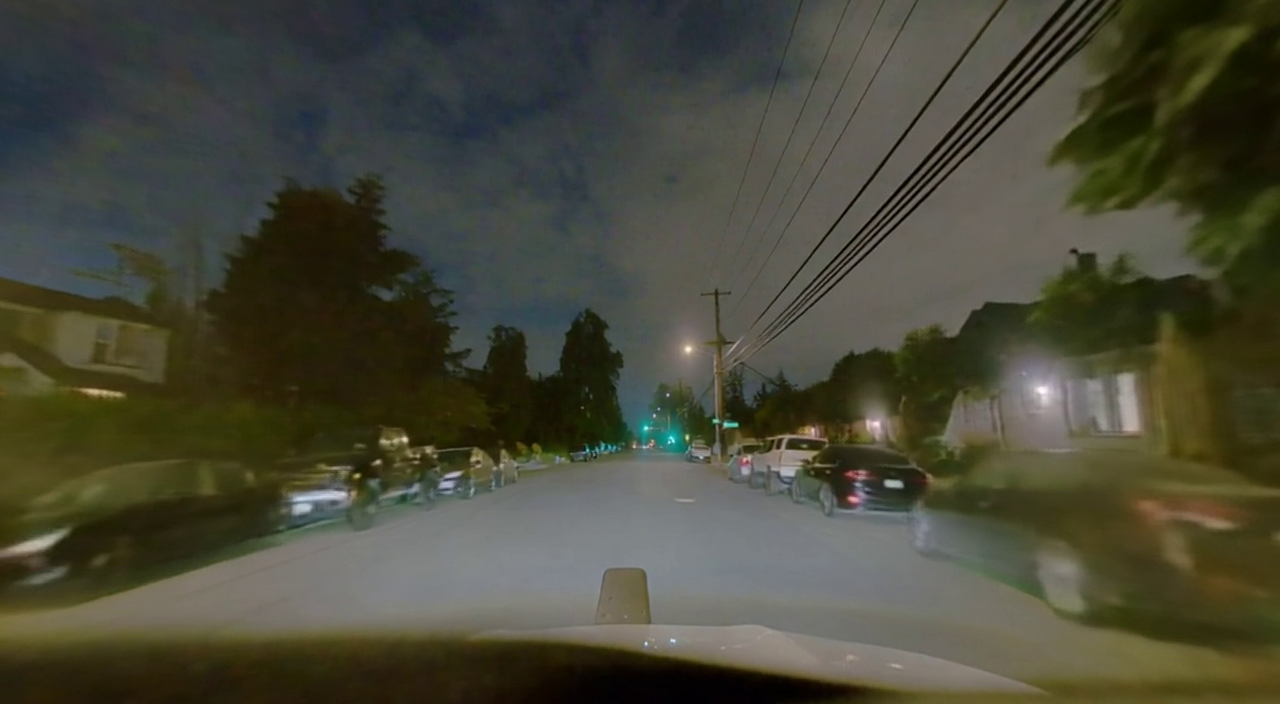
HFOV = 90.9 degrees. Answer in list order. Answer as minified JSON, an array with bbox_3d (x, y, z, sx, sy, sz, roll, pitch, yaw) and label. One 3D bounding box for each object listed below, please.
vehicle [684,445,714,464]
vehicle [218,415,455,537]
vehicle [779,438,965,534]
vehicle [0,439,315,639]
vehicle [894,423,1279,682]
[{"bbox_3d":[4.557,7.966,49.207,1.851,1.438,4.177,0,-8,0],"label":"vehicle"},{"bbox_3d":[-5.666,2.344,12.762,2.052,1.916,5.084,0,-8,3],"label":"vehicle"},{"bbox_3d":[4.148,2.436,12.174,1.830,1.491,4.453,0,-8,-1],"label":"vehicle"},{"bbox_3d":[-5.704,1.732,6.997,1.790,1.496,4.234,1,-8,2],"label":"vehicle"},{"bbox_3d":[4.175,1.517,5.978,1.840,1.521,4.337,0,-8,2],"label":"vehicle"}]
